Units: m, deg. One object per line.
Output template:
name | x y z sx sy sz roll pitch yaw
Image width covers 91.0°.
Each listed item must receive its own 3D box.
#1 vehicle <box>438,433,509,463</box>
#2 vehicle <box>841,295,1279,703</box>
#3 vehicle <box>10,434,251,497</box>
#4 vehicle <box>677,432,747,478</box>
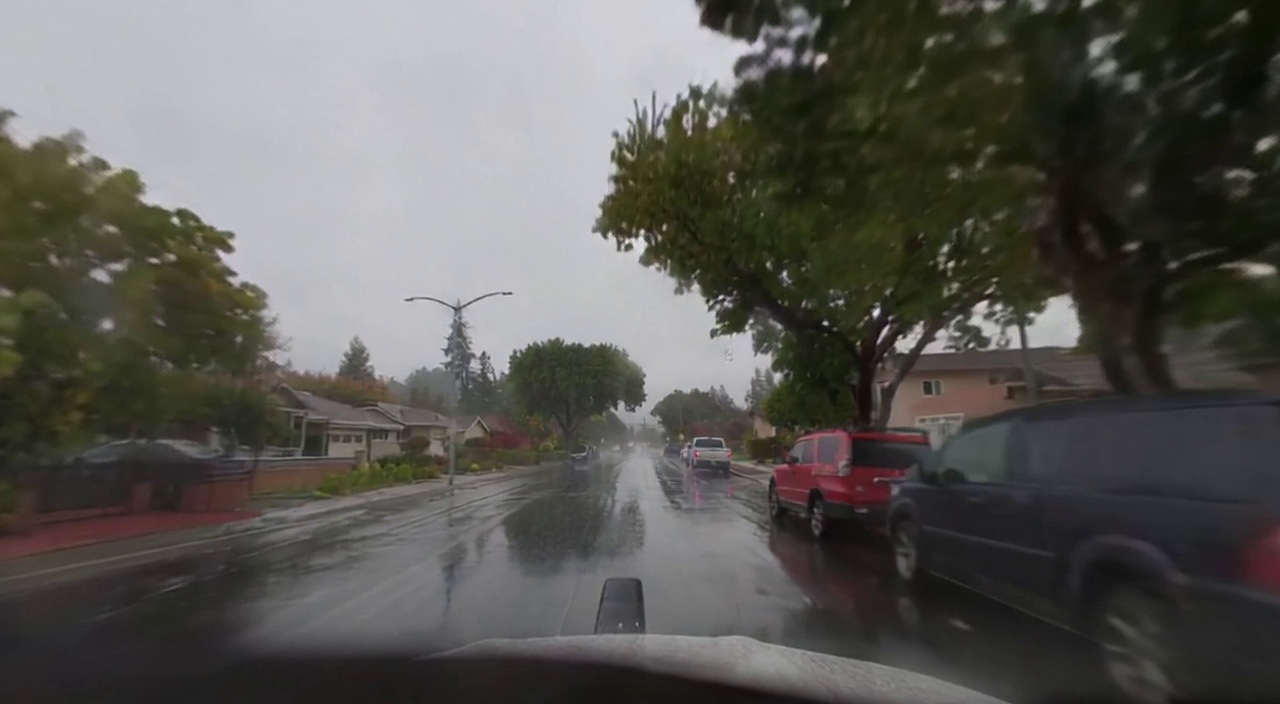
vehicle | -13.168 7.603 49.917 4.837 1.897 2.228 4 -8 4
vehicle | 3.287 1.081 4.282 2.262 1.870 4.948 0 -8 1
vehicle | -13.538 3.030 16.966 4.700 1.549 2.000 0 -8 0
vehicle | 3.708 5.533 34.098 2.952 2.216 7.033 0 -8 0
